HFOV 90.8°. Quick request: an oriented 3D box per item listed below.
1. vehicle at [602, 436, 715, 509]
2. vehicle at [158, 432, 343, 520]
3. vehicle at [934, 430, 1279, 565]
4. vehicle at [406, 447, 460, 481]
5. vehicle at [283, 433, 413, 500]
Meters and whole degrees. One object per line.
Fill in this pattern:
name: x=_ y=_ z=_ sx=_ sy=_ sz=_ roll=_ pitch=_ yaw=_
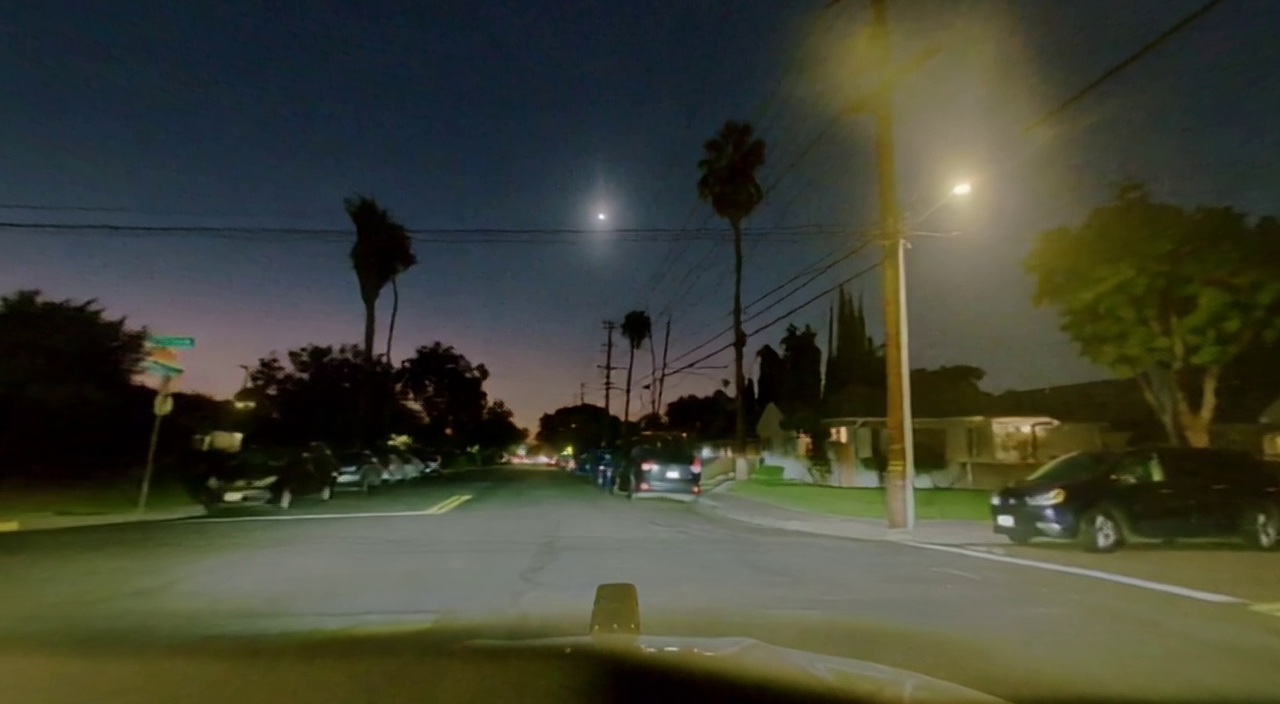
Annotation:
vehicle: x=0.347 y=3.618 z=19.646 sx=2.505 sy=1.895 sz=5.805 roll=2 pitch=-9 yaw=-8
vehicle: x=-8.849 y=2.818 z=14.940 sx=2.198 sy=1.724 sz=4.493 roll=2 pitch=-9 yaw=-11
vehicle: x=8.880 y=2.477 z=11.522 sx=5.971 sy=1.967 sz=2.385 roll=0 pitch=-9 yaw=-11
vehicle: x=-12.305 y=6.681 z=37.874 sx=2.178 sy=1.865 sz=4.658 roll=1 pitch=-9 yaw=-8
vehicle: x=-9.775 y=3.862 z=21.860 sx=2.301 sy=1.939 sz=6.143 roll=1 pitch=-9 yaw=-8
